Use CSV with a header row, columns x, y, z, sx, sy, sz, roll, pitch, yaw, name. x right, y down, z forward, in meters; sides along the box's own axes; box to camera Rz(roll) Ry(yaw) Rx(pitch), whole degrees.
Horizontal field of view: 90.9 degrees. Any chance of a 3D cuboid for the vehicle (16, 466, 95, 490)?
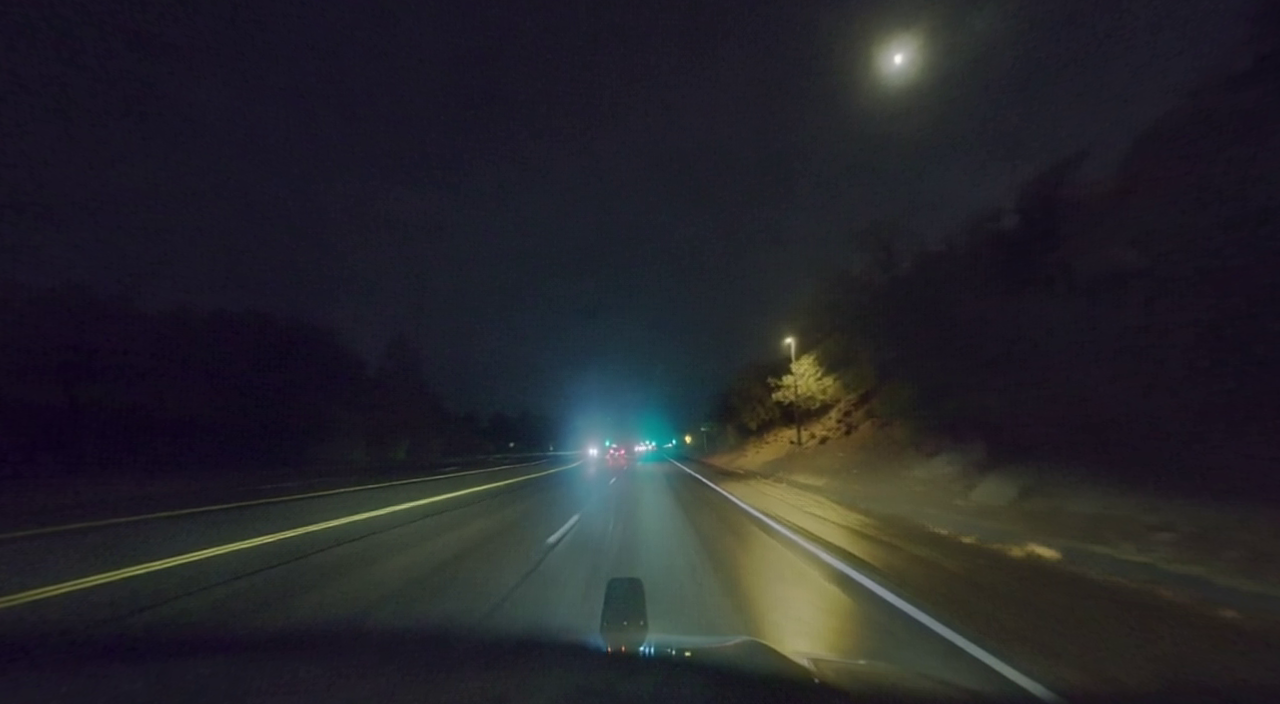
x,y,z,sx,sy,sz,roll,pitch,yaw,name
-42.846,9.241,46.310,1.724,1.514,3.874,-1,-9,8,vehicle
